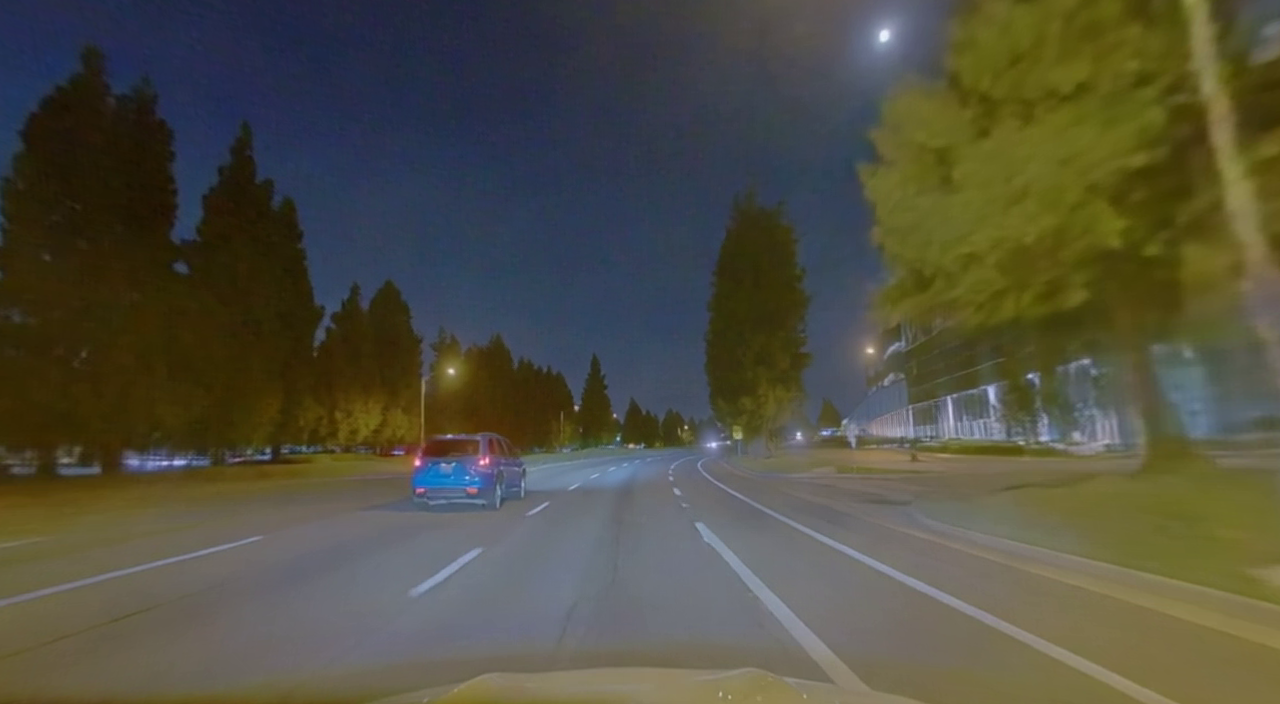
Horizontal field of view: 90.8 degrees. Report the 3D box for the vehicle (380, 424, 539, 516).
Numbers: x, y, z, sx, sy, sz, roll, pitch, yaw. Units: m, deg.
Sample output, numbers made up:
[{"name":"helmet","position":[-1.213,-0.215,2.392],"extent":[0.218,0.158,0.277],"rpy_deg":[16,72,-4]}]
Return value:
[{"name":"vehicle","position":[-3.778,2.566,14.216],"extent":[2.121,1.724,4.392],"rpy_deg":[-1,-9,2]}]
